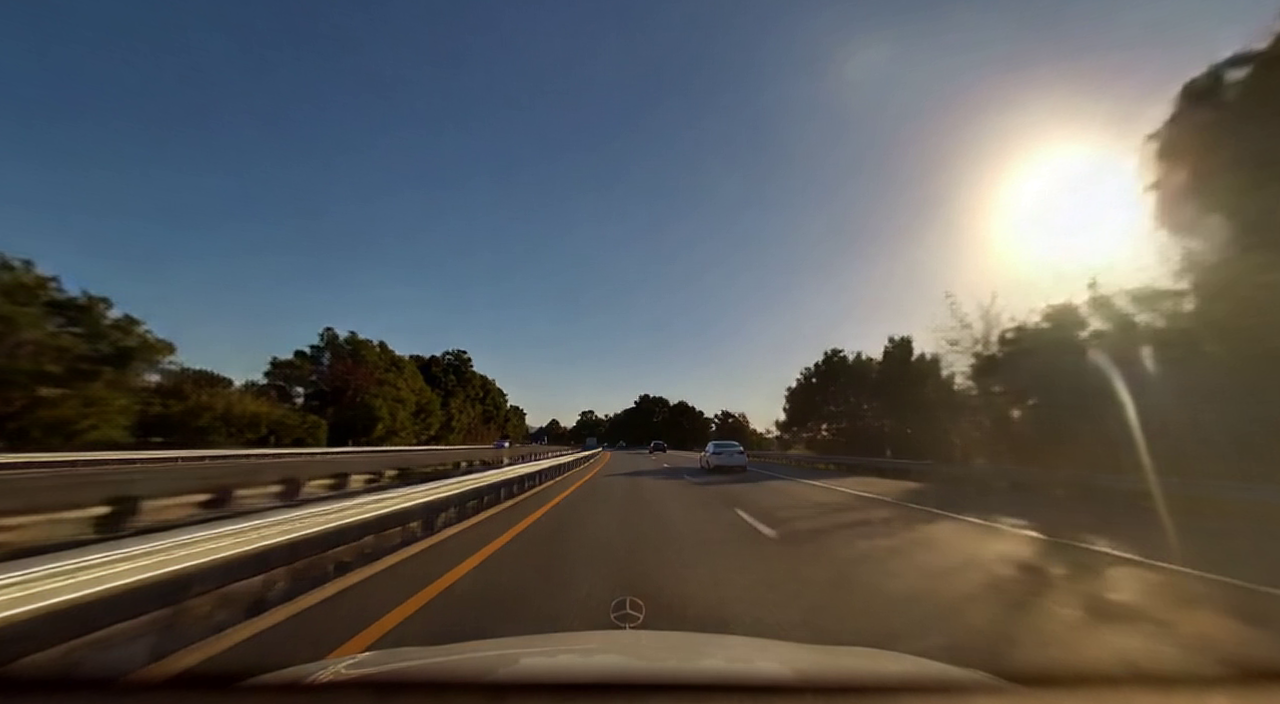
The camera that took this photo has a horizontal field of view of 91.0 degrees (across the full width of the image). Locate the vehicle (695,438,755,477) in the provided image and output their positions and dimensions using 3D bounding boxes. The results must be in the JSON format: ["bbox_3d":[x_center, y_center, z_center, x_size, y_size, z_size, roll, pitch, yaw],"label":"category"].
[{"bbox_3d":[3.555,4.472,26.944,1.945,1.538,3.729,0,-8,-1],"label":"vehicle"}]
